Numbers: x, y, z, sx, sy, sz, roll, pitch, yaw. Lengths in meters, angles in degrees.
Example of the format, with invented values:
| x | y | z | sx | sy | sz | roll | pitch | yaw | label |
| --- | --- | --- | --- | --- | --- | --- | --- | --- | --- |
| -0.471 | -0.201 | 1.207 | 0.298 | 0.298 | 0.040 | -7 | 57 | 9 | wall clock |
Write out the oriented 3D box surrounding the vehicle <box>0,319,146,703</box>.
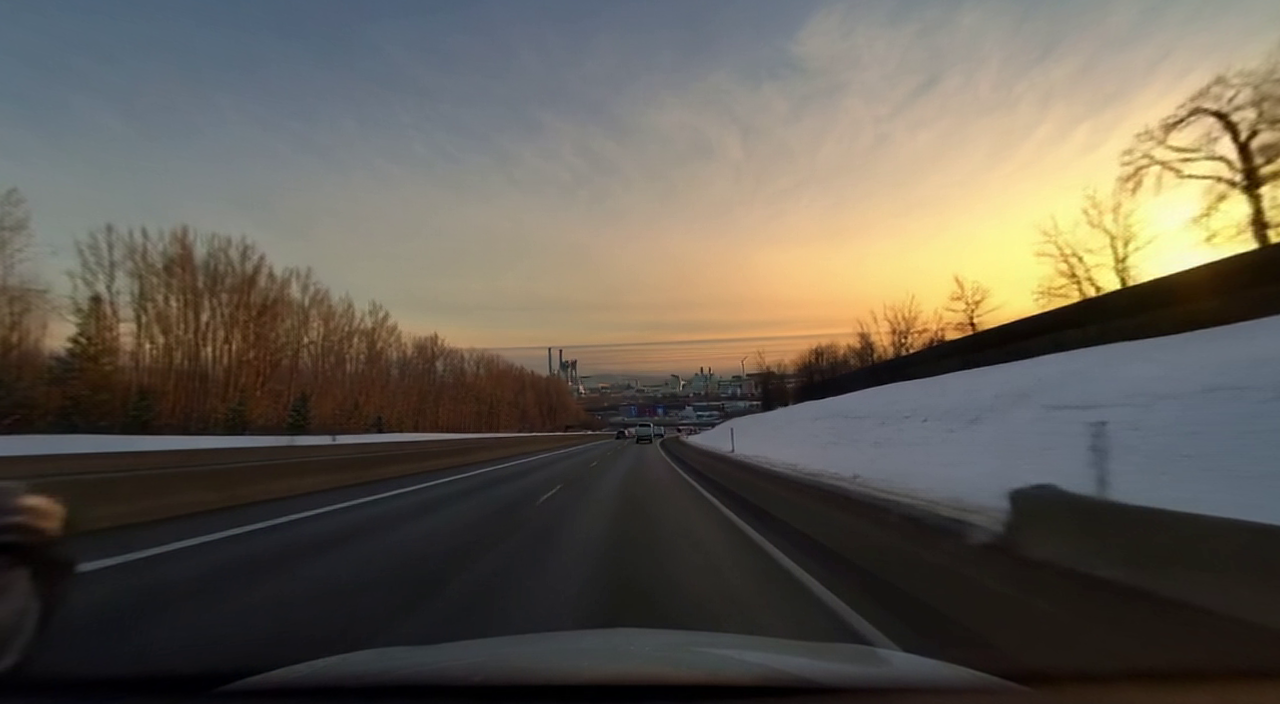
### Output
| x | y | z | sx | sy | sz | roll | pitch | yaw | label |
| --- | --- | --- | --- | --- | --- | --- | --- | --- | --- |
| -3.596 | 0.506 | 1.070 | 2.018 | 1.678 | 4.312 | 0 | -8 | -1 | vehicle |
